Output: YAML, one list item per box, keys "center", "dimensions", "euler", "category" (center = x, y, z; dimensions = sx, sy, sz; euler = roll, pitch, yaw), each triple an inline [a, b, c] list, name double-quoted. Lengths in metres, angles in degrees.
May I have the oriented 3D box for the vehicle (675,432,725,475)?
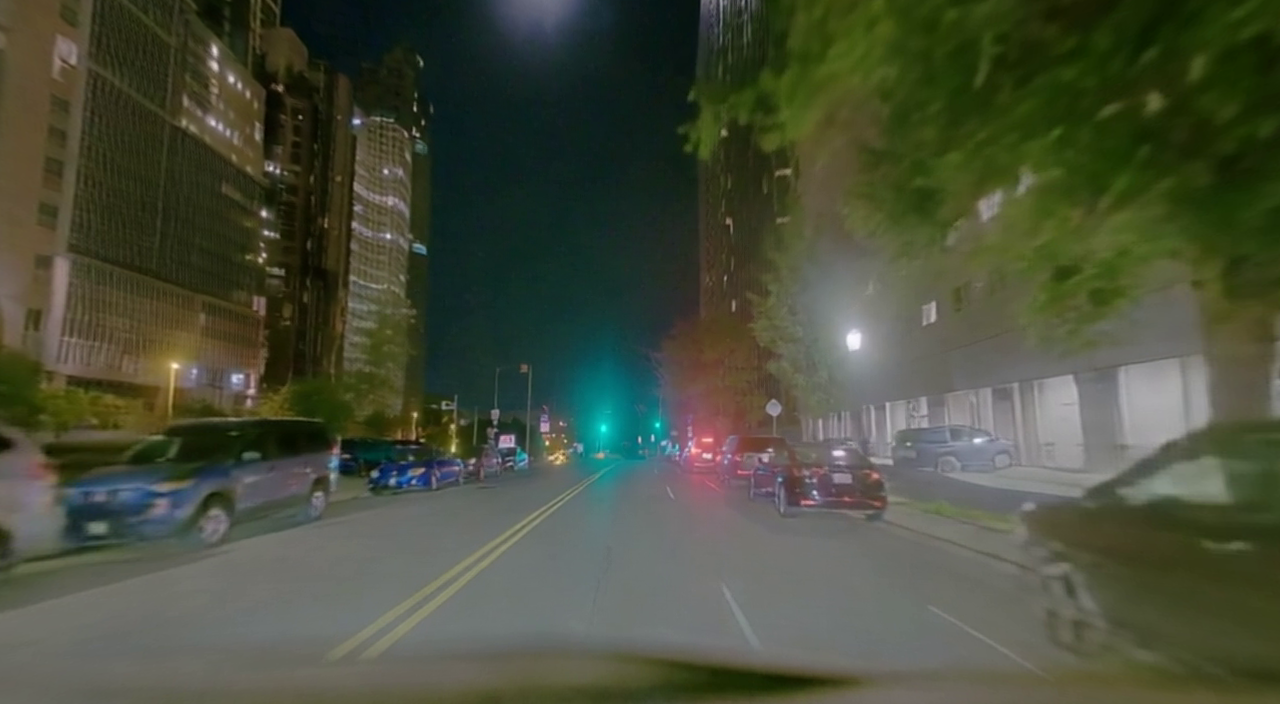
- center: [2.711, 4.668, 29.461]
  dimensions: [1.954, 1.845, 4.682]
  euler: [0, -8, 1]
  category: "vehicle"

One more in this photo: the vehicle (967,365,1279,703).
- center: [3.383, 0.919, 2.620]
  dimensions: [1.828, 1.664, 4.035]
  euler: [0, -8, -1]
  category: "vehicle"

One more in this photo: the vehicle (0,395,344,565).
- center: [-6.693, 1.814, 9.806]
  dimensions: [2.008, 1.969, 4.740]
  euler: [0, -8, -2]
  category: "vehicle"

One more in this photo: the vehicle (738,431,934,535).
- center: [3.181, 2.203, 11.483]
  dimensions: [1.908, 1.461, 4.873]
  euler: [0, -8, -1]
  category: "vehicle"

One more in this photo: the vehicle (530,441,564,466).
- center: [-6.971, 7.635, 47.861]
  dimensions: [1.893, 1.758, 4.019]
  euler: [0, -8, 0]
  category: "vehicle"

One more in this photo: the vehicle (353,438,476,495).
- center: [-6.622, 3.377, 19.172]
  dimensions: [1.913, 1.479, 4.714]
  euler: [0, -8, 1]
  category: "vehicle"
